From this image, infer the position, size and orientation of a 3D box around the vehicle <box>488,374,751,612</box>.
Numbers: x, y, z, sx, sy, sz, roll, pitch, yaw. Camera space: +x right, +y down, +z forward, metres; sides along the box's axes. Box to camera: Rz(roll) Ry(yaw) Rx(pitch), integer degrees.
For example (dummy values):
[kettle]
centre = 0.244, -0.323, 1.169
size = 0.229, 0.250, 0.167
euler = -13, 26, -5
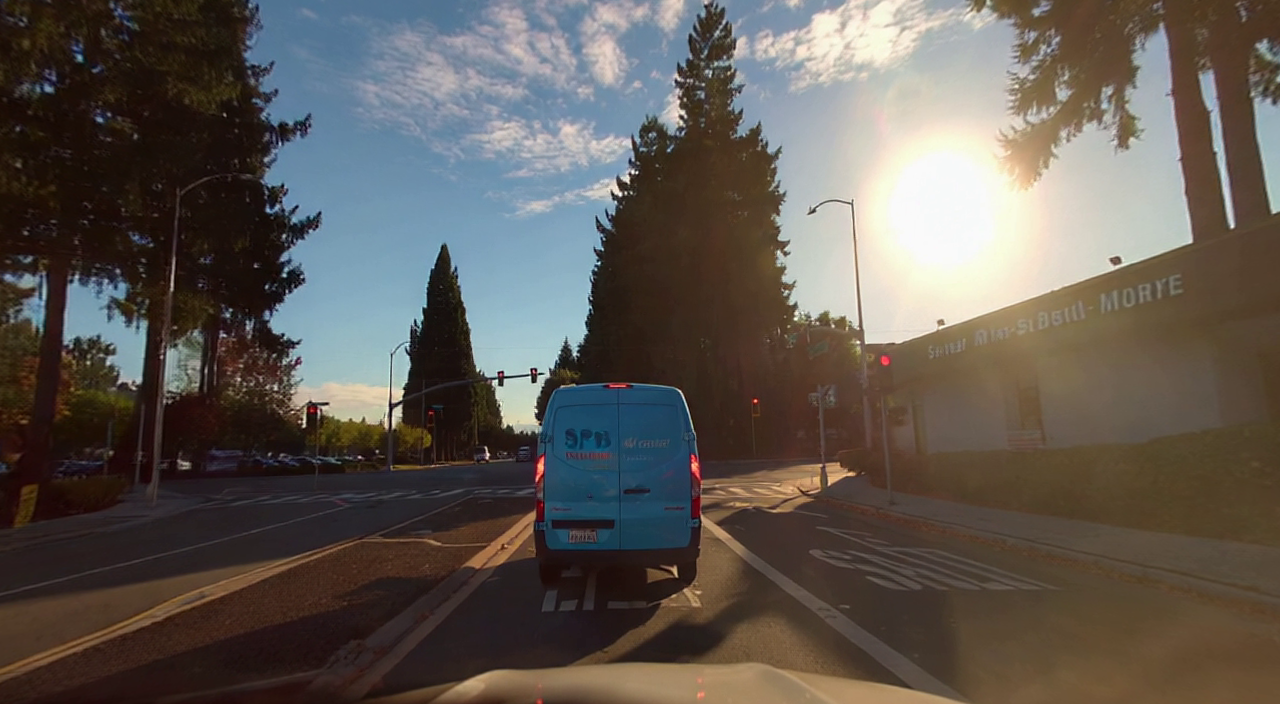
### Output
[vehicle]
centre = -0.296, 1.467, 7.294
size = 2.181, 1.949, 3.932
euler = 1, -9, -4
